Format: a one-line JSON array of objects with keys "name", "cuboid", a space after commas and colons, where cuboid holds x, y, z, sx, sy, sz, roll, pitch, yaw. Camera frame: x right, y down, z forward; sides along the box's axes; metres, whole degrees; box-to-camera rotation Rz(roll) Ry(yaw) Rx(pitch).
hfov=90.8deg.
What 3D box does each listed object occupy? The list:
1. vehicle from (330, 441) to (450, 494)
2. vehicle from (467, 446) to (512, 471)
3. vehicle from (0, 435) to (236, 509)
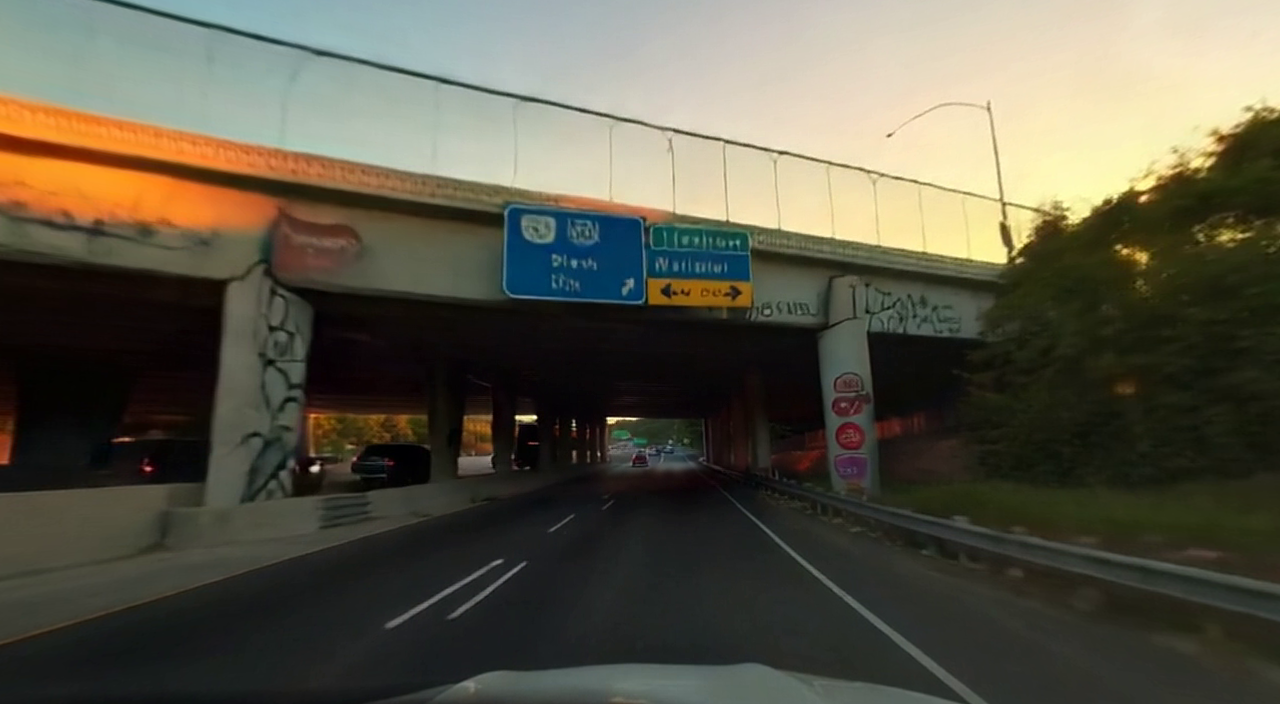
[{"name": "vehicle", "cuboid": [-8.322, 3.873, 21.555, 1.979, 1.600, 4.516, -1, -8, 4]}, {"name": "vehicle", "cuboid": [-11.082, 7.903, 46.868, 1.962, 1.731, 4.523, -1, -8, 4]}, {"name": "vehicle", "cuboid": [-13.093, 2.986, 16.256, 2.059, 1.615, 4.688, -1, -8, 3]}]
